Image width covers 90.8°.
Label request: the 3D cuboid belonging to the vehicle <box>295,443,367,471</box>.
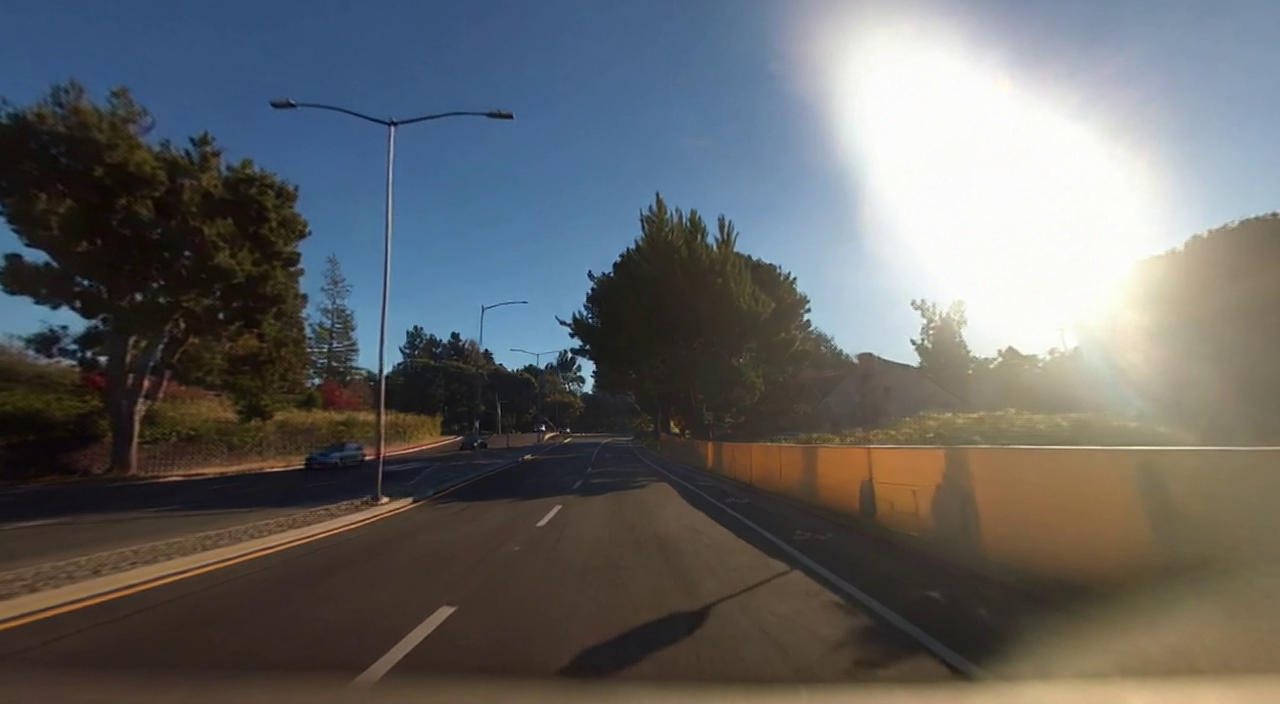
[{"bbox_3d":[-17.988,6.117,37.050,1.892,1.521,4.641,0,-9,-1],"label":"vehicle"}]
